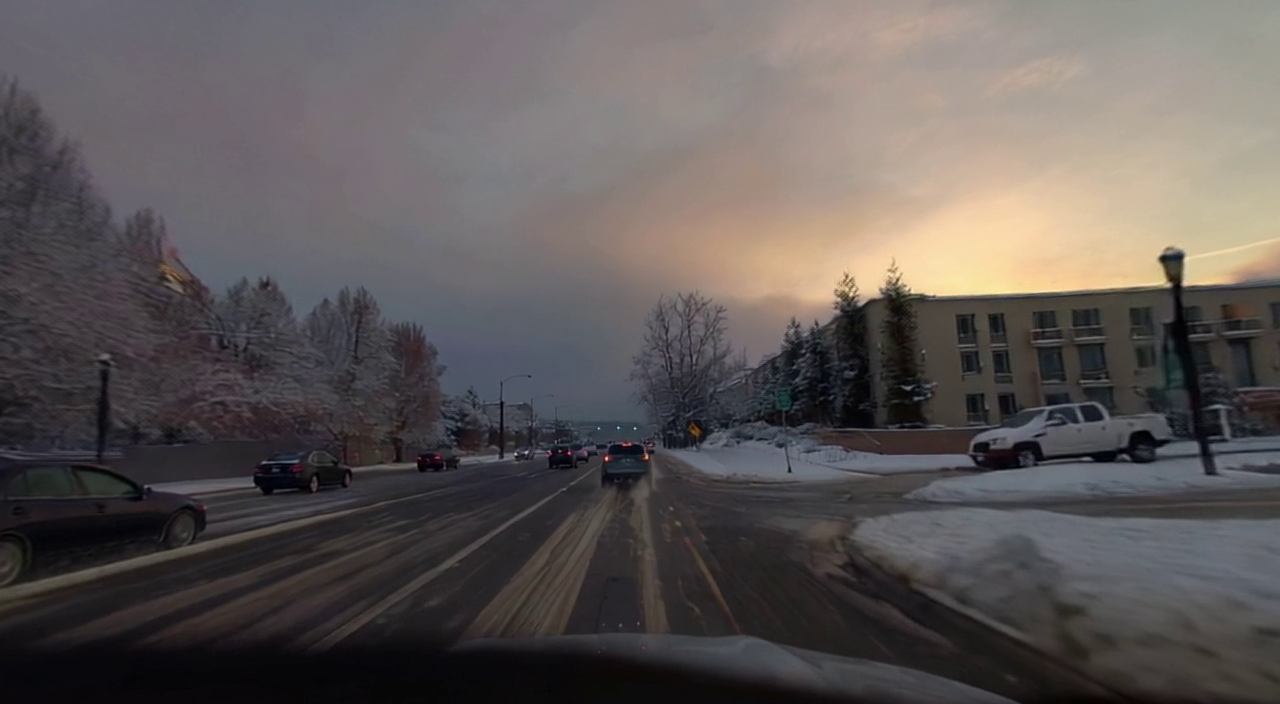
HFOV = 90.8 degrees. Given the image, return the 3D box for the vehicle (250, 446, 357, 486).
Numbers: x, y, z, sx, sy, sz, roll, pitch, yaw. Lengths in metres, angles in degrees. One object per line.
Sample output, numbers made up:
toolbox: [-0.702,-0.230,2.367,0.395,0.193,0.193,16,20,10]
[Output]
vehicle: [-13.754,4.664,26.189,2.024,1.484,4.592,0,-8,-2]

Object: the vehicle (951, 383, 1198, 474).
vehicle: [12.532,2.252,18.568,5.253,2.014,2.666,-5,-7,-5]

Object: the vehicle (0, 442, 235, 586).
vehicle: [-7.446,1.846,7.794,1.906,1.449,4.576,0,-8,-1]

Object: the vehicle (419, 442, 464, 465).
vehicle: [-14.965,7.682,47.889,2.064,1.686,4.380,0,-8,-1]

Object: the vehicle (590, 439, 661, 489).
vehicle: [-0.474,3.624,20.825,2.099,1.469,4.389,0,-8,-1]

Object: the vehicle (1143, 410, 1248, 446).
vehicle: [28.100,3.850,31.987,3.745,1.450,1.750,-5,-6,-6]
